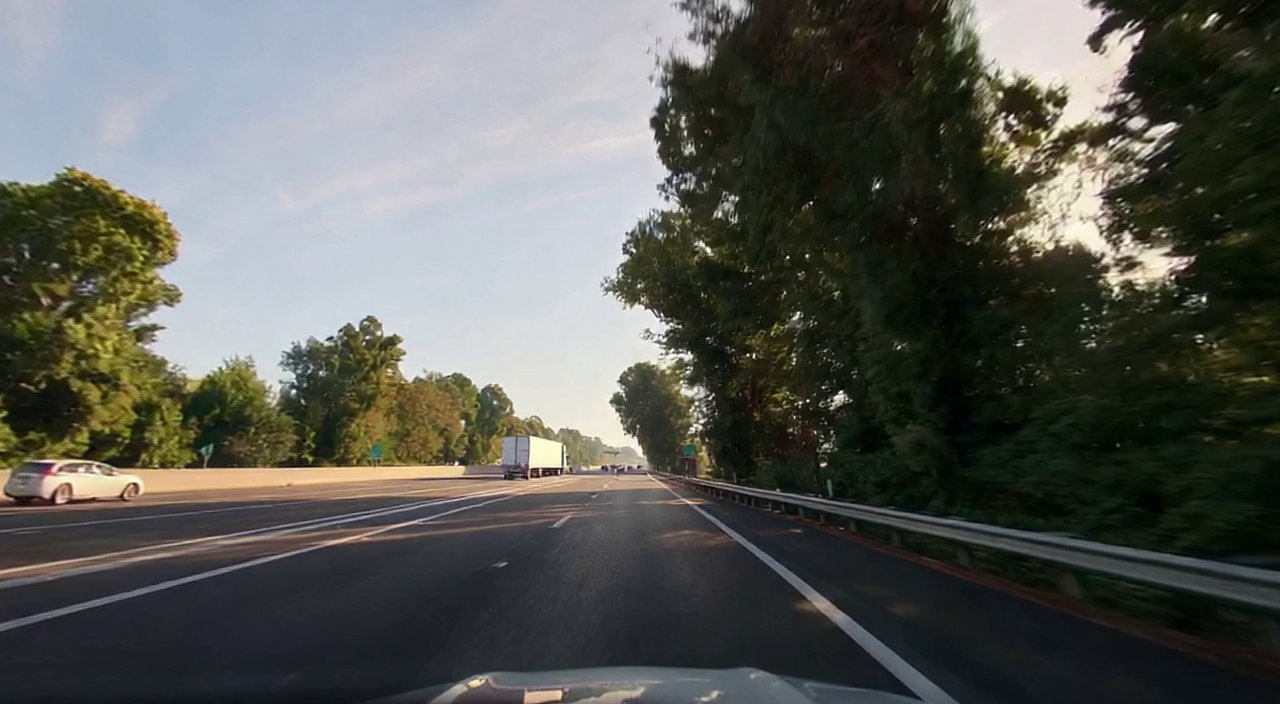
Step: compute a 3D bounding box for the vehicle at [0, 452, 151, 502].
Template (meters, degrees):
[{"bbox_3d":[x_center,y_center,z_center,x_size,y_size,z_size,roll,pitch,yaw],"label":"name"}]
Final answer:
[{"bbox_3d":[-18.442,3.999,20.334,1.745,1.430,4.252,0,-10,2],"label":"vehicle"}]
